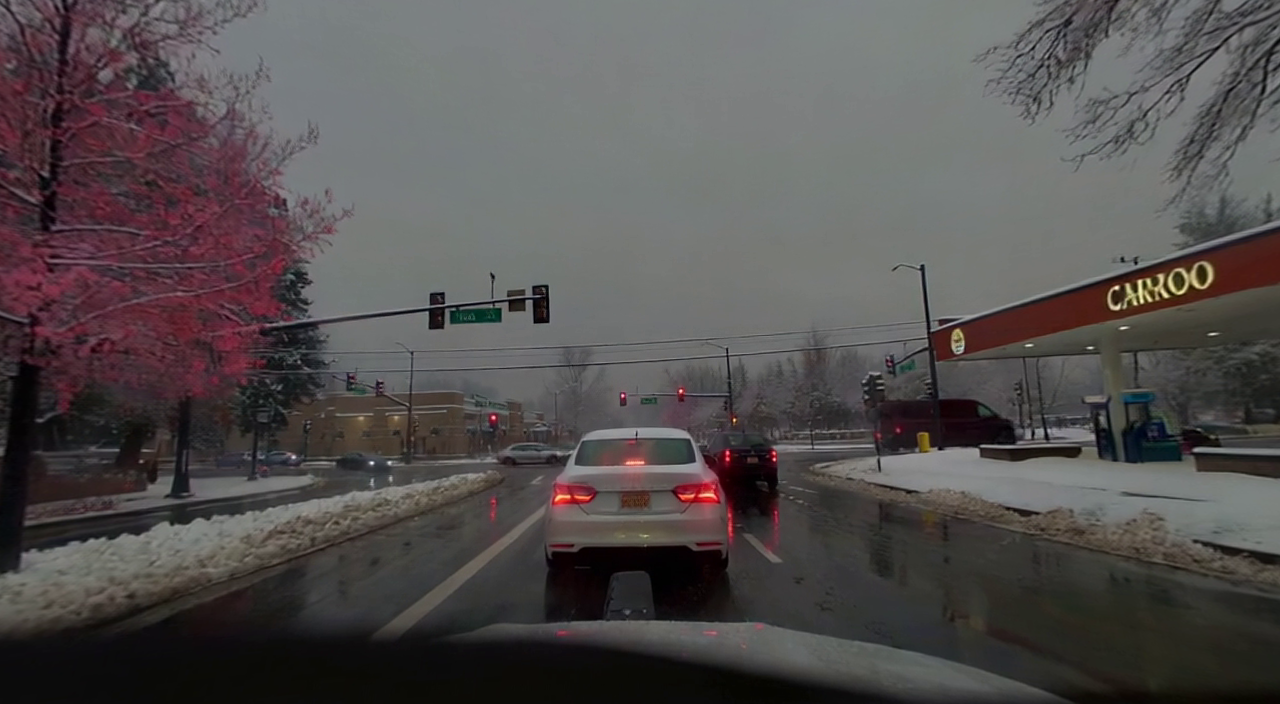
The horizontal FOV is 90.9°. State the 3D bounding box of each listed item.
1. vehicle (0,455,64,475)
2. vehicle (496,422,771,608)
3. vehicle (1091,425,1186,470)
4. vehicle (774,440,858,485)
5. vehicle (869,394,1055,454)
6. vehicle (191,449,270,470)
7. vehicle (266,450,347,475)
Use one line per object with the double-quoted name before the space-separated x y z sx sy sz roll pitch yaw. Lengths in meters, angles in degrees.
"vehicle" -45.880 8.361 46.870 4.511 1.407 1.764 -1 -8 4
"vehicle" -0.069 1.614 7.179 2.213 1.482 4.057 0 -8 -1
"vehicle" 18.564 3.525 23.382 4.300 1.495 2.053 8 -12 -43
"vehicle" 6.513 4.129 23.885 1.942 1.511 4.390 0 -8 1
"vehicle" 22.064 5.120 43.990 10.890 3.868 3.021 -2 -9 13
"vehicle" -29.469 7.749 45.398 4.466 1.438 1.837 -1 -8 5
"vehicle" -20.931 6.880 39.500 4.609 1.465 1.944 -4 -9 23
